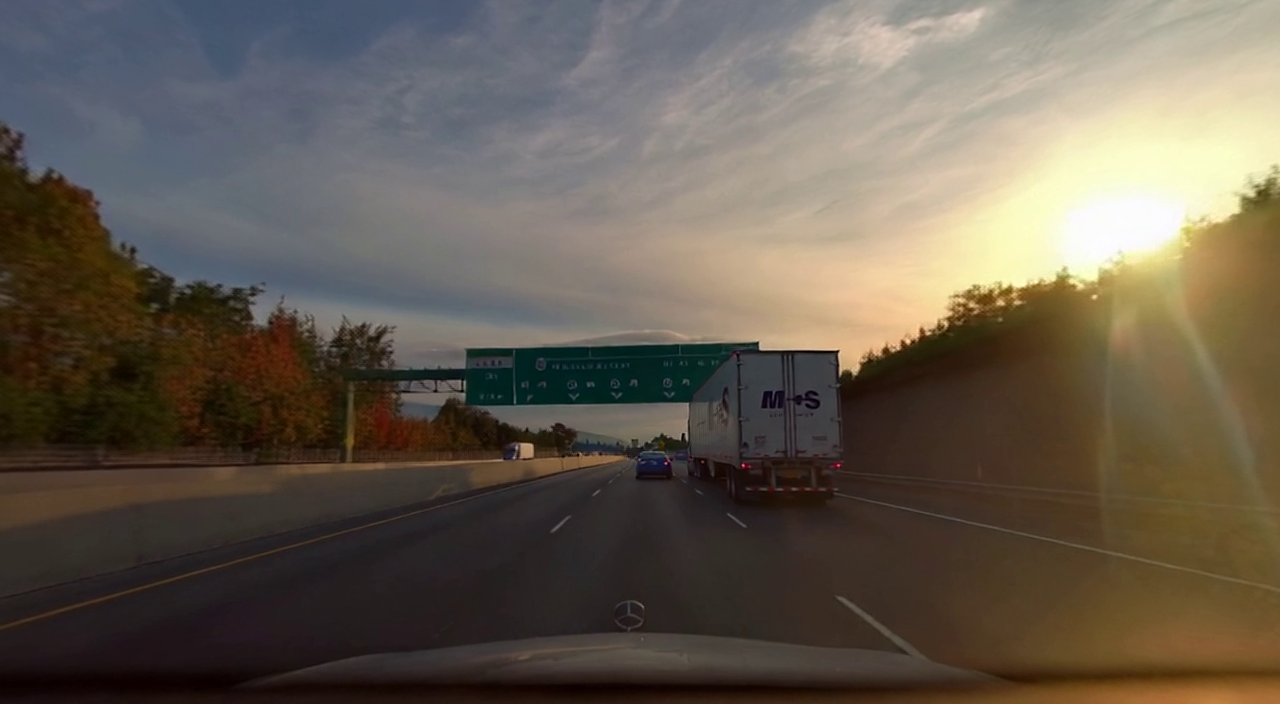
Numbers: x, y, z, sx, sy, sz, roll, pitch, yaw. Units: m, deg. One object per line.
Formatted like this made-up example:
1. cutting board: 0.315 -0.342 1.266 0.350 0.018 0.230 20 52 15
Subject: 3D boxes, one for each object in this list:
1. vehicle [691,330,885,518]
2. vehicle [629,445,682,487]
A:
1. vehicle: 3.767 2.603 20.813 3.002 4.104 14.174 0 -9 0
2. vehicle: 0.609 4.864 27.154 2.121 1.642 3.828 0 -9 0
